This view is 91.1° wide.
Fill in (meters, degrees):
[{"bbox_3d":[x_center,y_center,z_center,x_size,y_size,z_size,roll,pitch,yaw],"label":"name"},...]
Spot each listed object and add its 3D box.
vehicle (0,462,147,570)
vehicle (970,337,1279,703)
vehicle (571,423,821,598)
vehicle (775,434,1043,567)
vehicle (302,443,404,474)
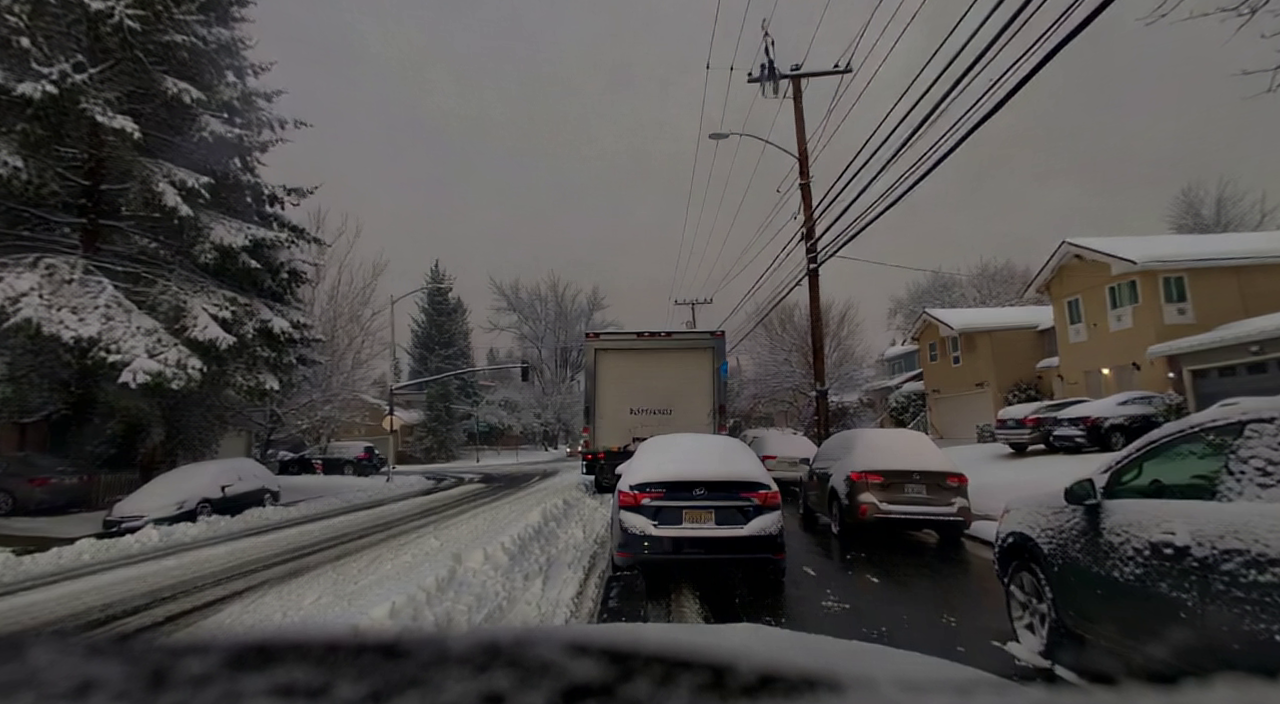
[{"bbox_3d":[-10.354,2.488,9.480,1.925,1.482,4.753,0,-8,0],"label":"vehicle"},{"bbox_3d":[3.315,0.773,1.935,2.069,1.722,4.888,0,-8,2],"label":"vehicle"},{"bbox_3d":[0.479,1.700,7.681,2.158,1.499,4.377,0,-8,0],"label":"vehicle"},{"bbox_3d":[3.513,2.008,9.349,1.993,1.479,4.487,0,-8,0],"label":"vehicle"},{"bbox_3d":[-17.432,6.473,38.300,5.274,1.793,1.921,0,-8,3],"label":"vehicle"}]
